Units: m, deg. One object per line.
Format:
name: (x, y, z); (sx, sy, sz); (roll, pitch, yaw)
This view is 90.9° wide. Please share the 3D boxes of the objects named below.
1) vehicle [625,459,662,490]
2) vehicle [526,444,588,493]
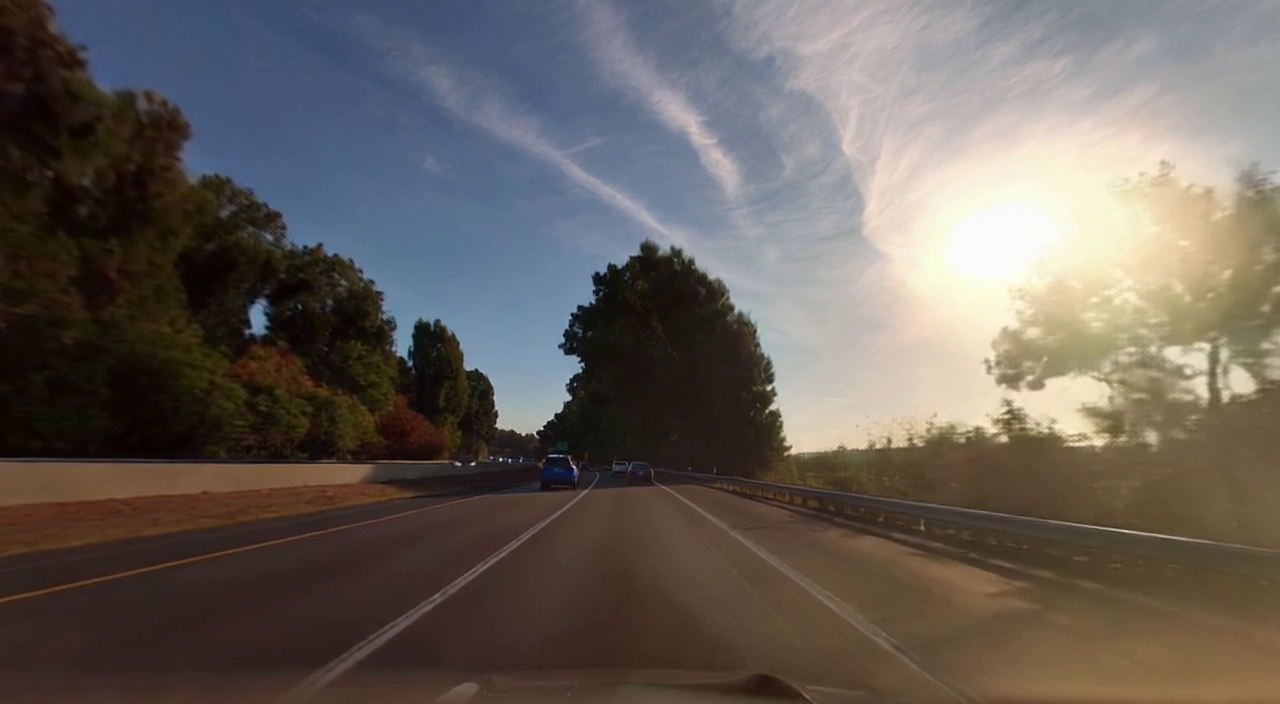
vehicle: (0.141, 6.761, 34.922); (1.905, 1.559, 3.491); (1, -10, -2)
vehicle: (-3.873, 5.551, 30.200); (2.237, 2.113, 4.815); (0, -10, 0)
